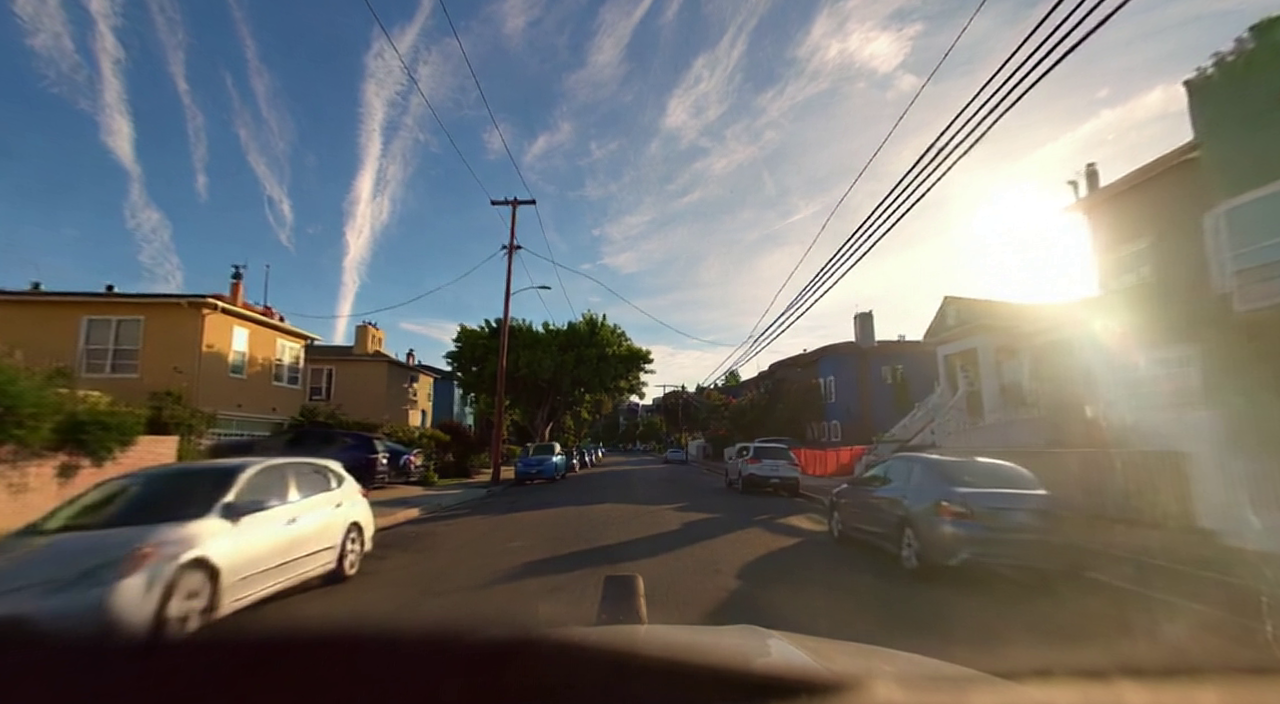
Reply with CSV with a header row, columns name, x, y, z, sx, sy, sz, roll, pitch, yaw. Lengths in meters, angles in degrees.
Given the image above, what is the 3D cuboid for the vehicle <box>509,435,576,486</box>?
name,x,y,z,sx,sy,sz,roll,pitch,yaw
vehicle,-3.956,4.503,26.533,2.057,1.887,5.053,0,-9,0

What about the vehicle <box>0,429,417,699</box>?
name,x,y,z,sx,sy,sz,roll,pitch,yaw
vehicle,-3.792,1.507,5.780,1.971,1.460,4.523,0,-9,-2

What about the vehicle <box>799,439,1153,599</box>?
name,x,y,z,sx,sy,sz,roll,pitch,yaw
vehicle,3.729,1.906,8.274,1.862,1.452,4.737,0,-9,-3

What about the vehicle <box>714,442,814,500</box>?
name,x,y,z,sx,sy,sz,roll,pitch,yaw
vehicle,3.590,3.542,19.208,2.019,1.536,4.405,0,-9,-1
